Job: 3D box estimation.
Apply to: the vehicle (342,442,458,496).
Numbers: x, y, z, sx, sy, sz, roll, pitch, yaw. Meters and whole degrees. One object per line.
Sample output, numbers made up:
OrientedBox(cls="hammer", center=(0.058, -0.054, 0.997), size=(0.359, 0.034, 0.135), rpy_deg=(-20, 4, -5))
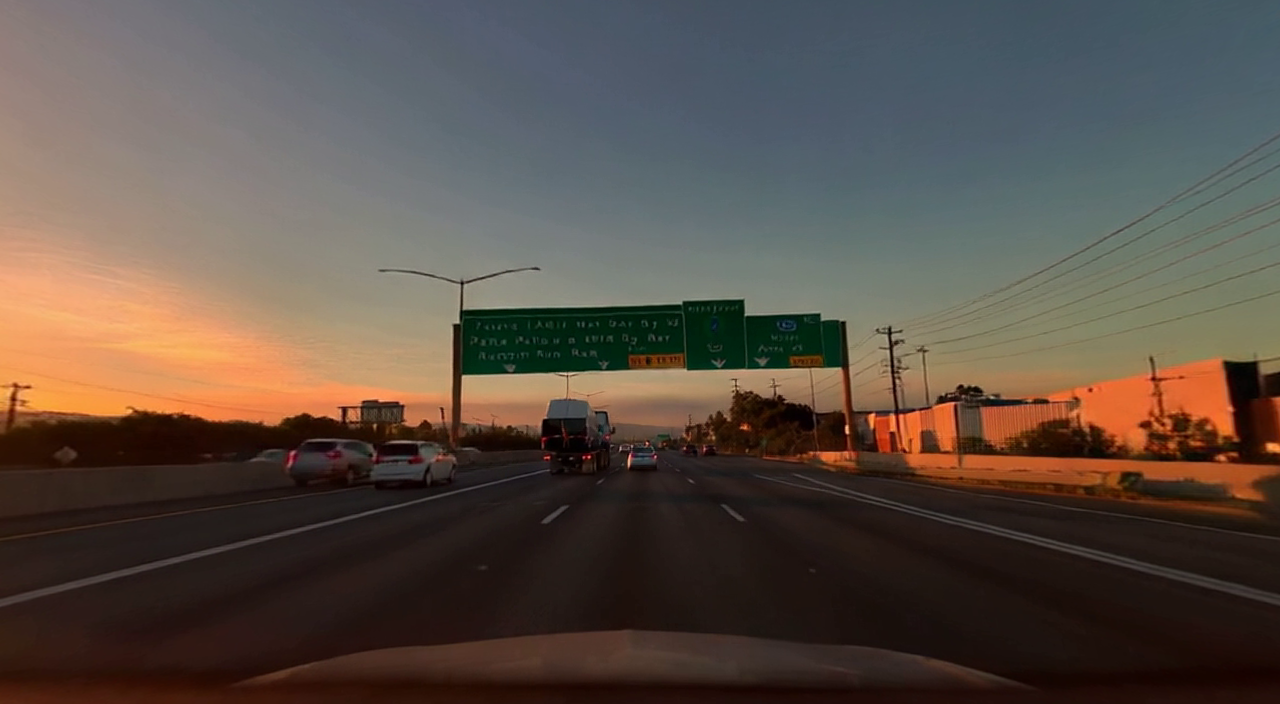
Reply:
OrientedBox(cls="vehicle", center=(-7.357, 3.602, 19.851), size=(1.945, 1.482, 4.109), rpy_deg=(0, -8, 2))

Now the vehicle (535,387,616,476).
OrientedBox(cls="vehicle", center=(-3.465, 5.061, 38.891), size=(2.888, 4.308, 16.259), rpy_deg=(0, -8, 1))

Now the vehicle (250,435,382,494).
OrientedBox(cls="vehicle", center=(-10.427, 3.627, 20.740), size=(1.997, 1.692, 4.294), rpy_deg=(0, -8, 1))

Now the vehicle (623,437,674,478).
OrientedBox(cls="vehicle", center=(0.386, 5.129, 30.892), size=(2.279, 1.837, 4.747), rpy_deg=(0, -8, 0))
